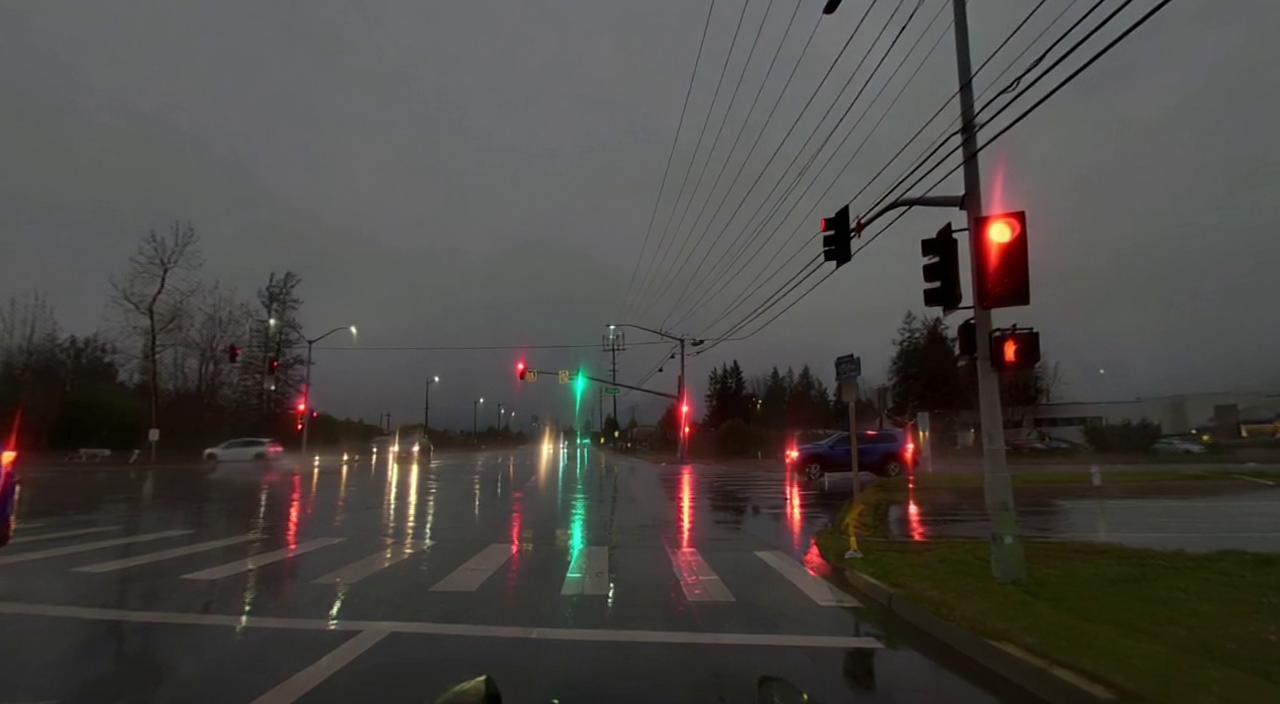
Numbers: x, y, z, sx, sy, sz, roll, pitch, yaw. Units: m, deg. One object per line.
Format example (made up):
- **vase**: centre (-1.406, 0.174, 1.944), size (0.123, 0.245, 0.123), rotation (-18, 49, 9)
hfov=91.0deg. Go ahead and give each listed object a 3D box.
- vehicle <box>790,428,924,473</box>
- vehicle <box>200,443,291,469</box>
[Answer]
- **vehicle**: centre (8.694, 4.018, 25.732), size (4.884, 1.714, 2.021), rotation (-2, -9, 12)
- **vehicle**: centre (-24.618, 6.466, 39.342), size (4.529, 1.566, 1.842), rotation (-1, -9, 8)
